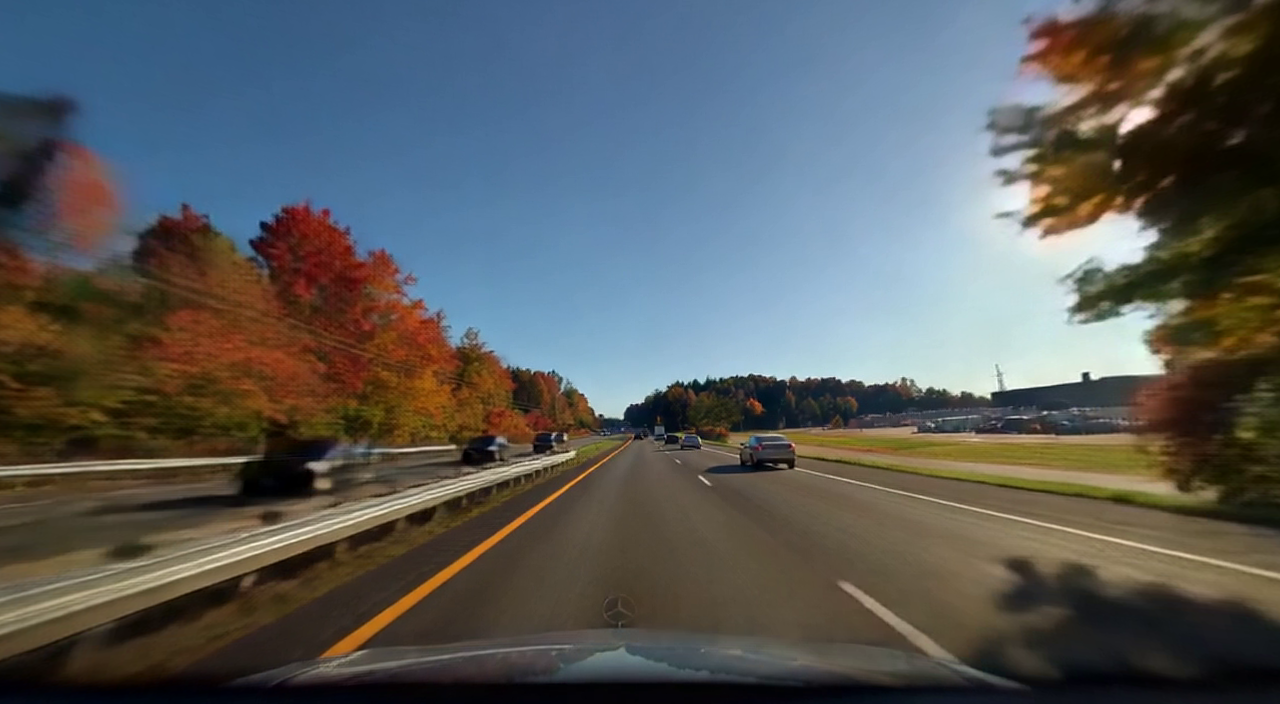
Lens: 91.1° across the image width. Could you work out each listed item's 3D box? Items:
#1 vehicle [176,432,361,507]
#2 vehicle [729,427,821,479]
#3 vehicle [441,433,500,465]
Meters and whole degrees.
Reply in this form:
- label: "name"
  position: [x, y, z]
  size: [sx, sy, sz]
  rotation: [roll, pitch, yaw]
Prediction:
- label: "vehicle"
  position: [-8.598, 2.722, 15.076]
  size: [1.861, 1.504, 4.286]
  rotation: [0, -8, -1]
- label: "vehicle"
  position: [4.294, 3.285, 20.678]
  size: [2.024, 1.516, 4.197]
  rotation: [0, -8, -1]
- label: "vehicle"
  position: [-8.730, 5.046, 32.756]
  size: [1.896, 1.530, 4.235]
  rotation: [0, -8, 0]
